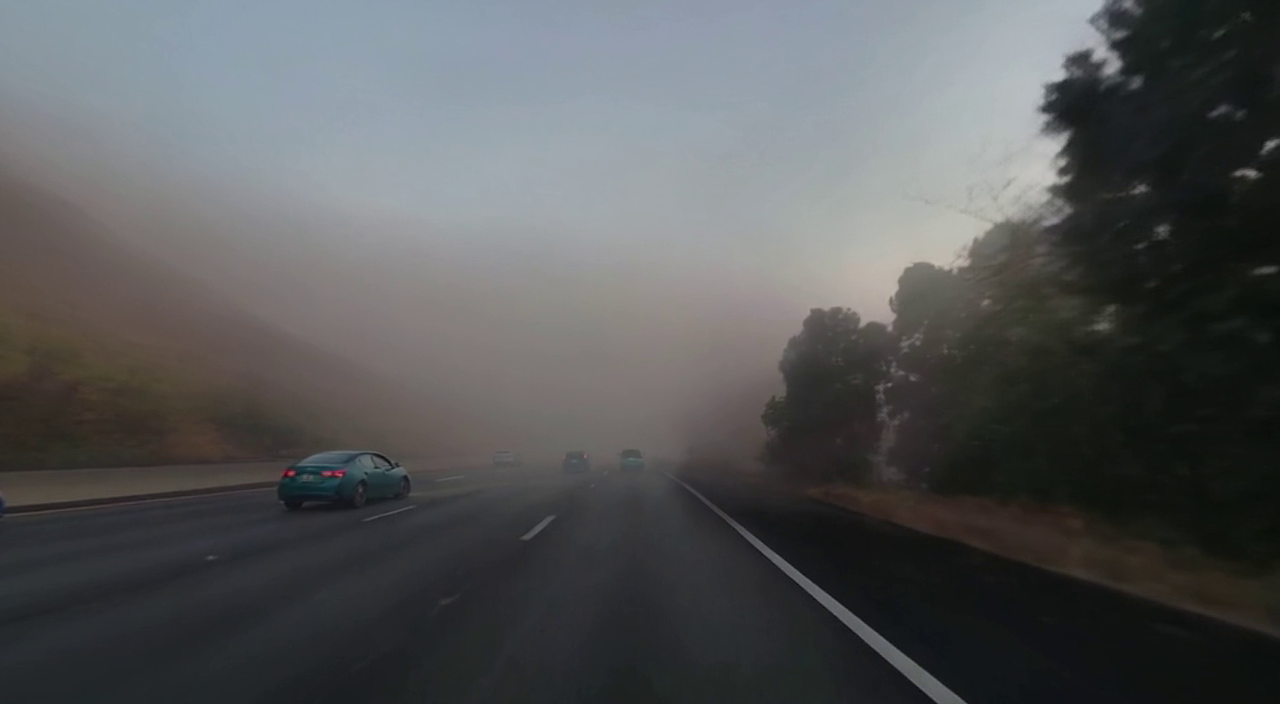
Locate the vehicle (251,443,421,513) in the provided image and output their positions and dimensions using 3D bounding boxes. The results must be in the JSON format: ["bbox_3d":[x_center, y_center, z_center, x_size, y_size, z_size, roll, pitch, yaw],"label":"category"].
[{"bbox_3d":[-7.182,2.984,15.505,1.991,1.441,4.265,0,-8,1],"label":"vehicle"}]

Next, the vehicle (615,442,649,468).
[{"bbox_3d":[-0.594,7.076,43.458,2.225,1.674,4.044,0,-8,-2],"label":"vehicle"}]

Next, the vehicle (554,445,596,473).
[{"bbox_3d":[-3.880,6.457,38.296,2.144,1.505,4.649,0,-8,-1],"label":"vehicle"}]
